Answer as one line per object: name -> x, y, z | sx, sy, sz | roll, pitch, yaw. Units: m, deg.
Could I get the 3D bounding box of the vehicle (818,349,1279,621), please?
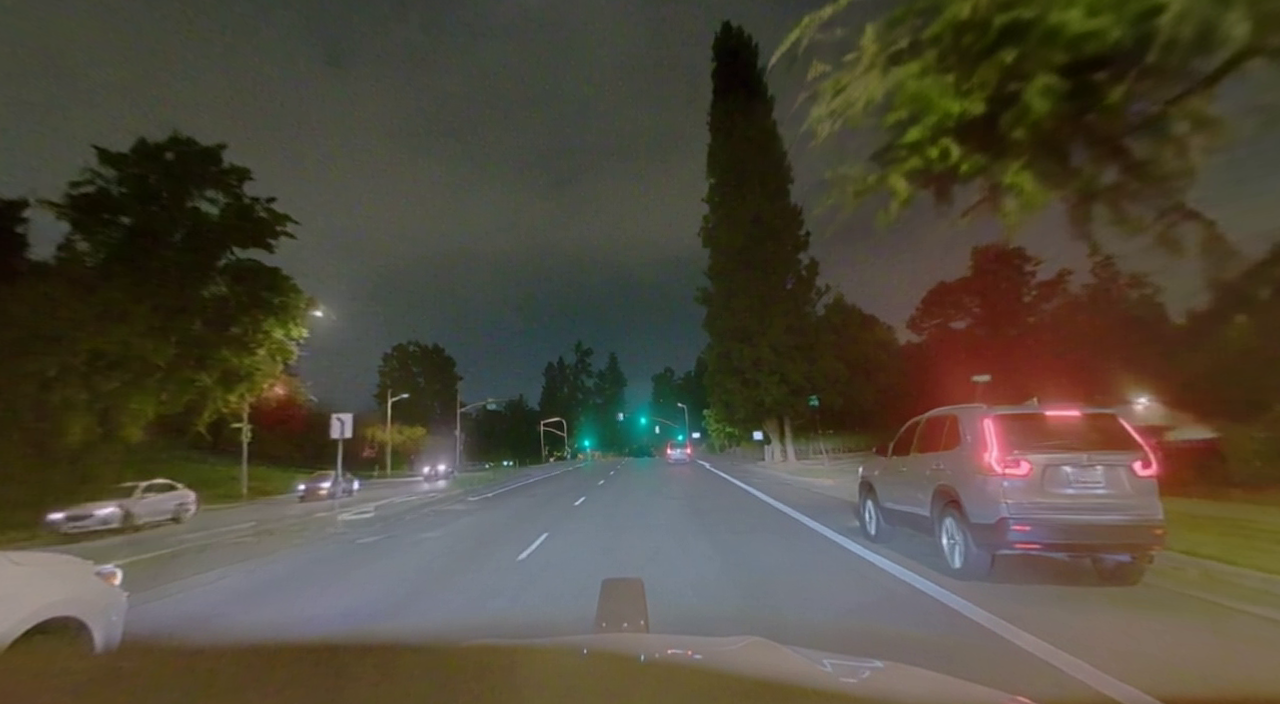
vehicle -> 4.101, 1.447, 7.753 | 2.338, 2.063, 5.592 | -2, -9, 2

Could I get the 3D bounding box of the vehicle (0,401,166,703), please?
vehicle -> -3.679, 0.844, 1.174 | 2.058, 1.659, 4.514 | -1, -9, 0

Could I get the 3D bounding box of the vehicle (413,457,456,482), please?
vehicle -> -15.865, 9.048, 48.801 | 2.077, 1.704, 4.602 | -1, -9, -4

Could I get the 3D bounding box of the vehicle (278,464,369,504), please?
vehicle -> -14.559, 6.066, 29.357 | 1.967, 1.512, 4.901 | -1, -9, -3
